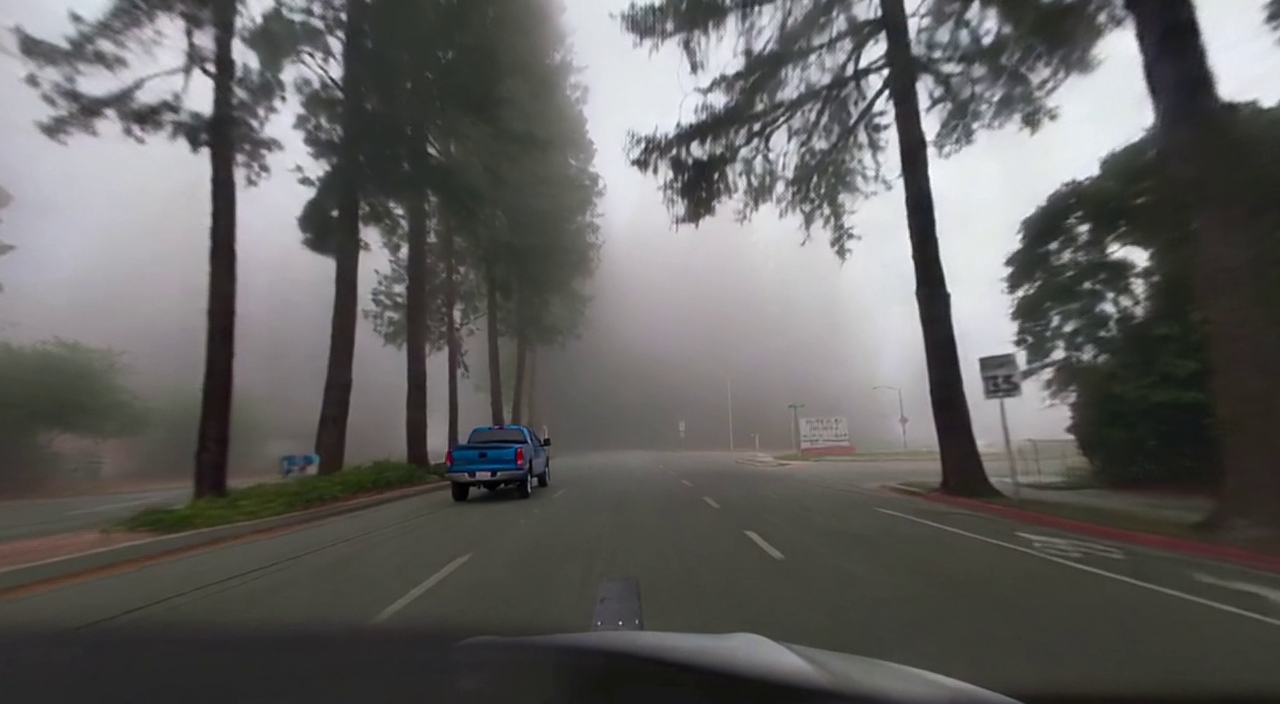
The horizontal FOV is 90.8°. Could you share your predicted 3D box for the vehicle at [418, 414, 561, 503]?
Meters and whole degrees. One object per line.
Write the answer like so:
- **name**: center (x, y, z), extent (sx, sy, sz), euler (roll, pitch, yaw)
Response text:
- **vehicle**: center (-3.569, 2.715, 16.564), extent (2.267, 1.849, 6.402), euler (0, -8, -1)
